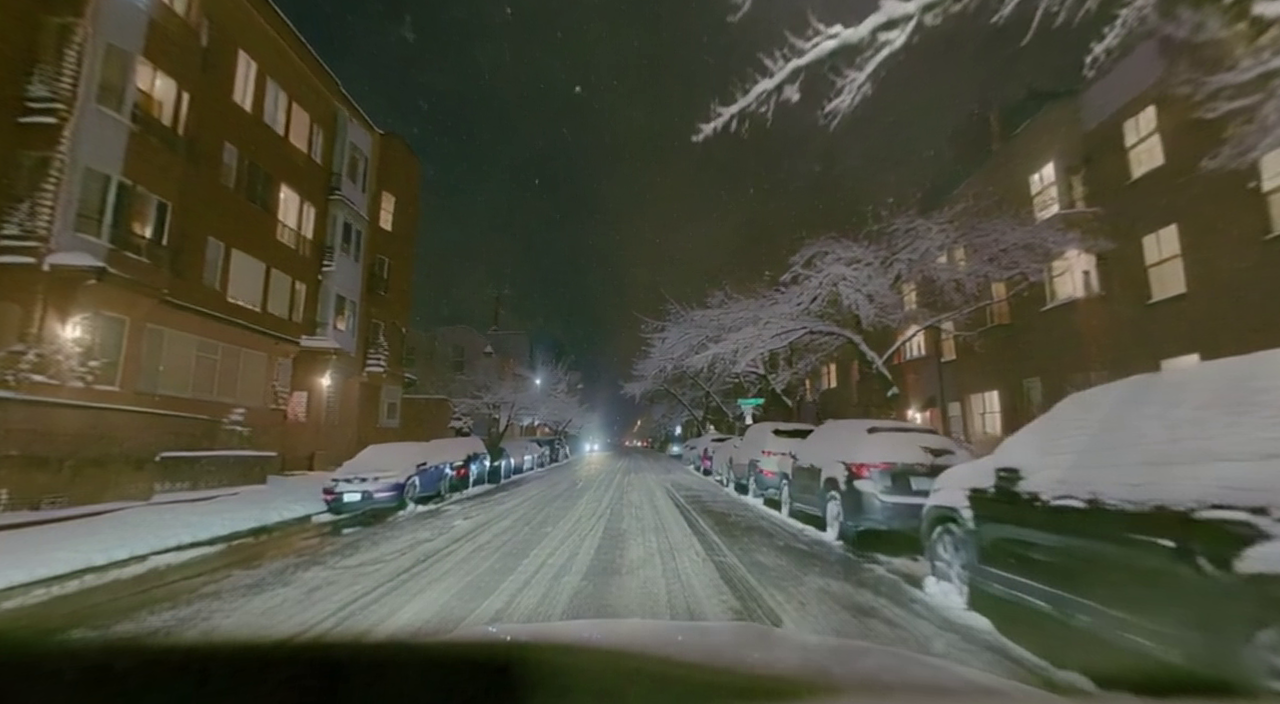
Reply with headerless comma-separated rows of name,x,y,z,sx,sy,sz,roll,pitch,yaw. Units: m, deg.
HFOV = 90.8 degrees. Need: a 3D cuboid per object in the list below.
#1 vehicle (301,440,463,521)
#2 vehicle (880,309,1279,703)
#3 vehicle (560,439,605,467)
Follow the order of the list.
vehicle,-5.458,2.721,14.070,1.647,1.481,4.433,0,-8,1
vehicle,3.392,0.941,3.834,1.835,1.809,4.997,0,-8,-1
vehicle,-3.198,5.676,35.717,1.939,1.504,4.121,0,-8,3
